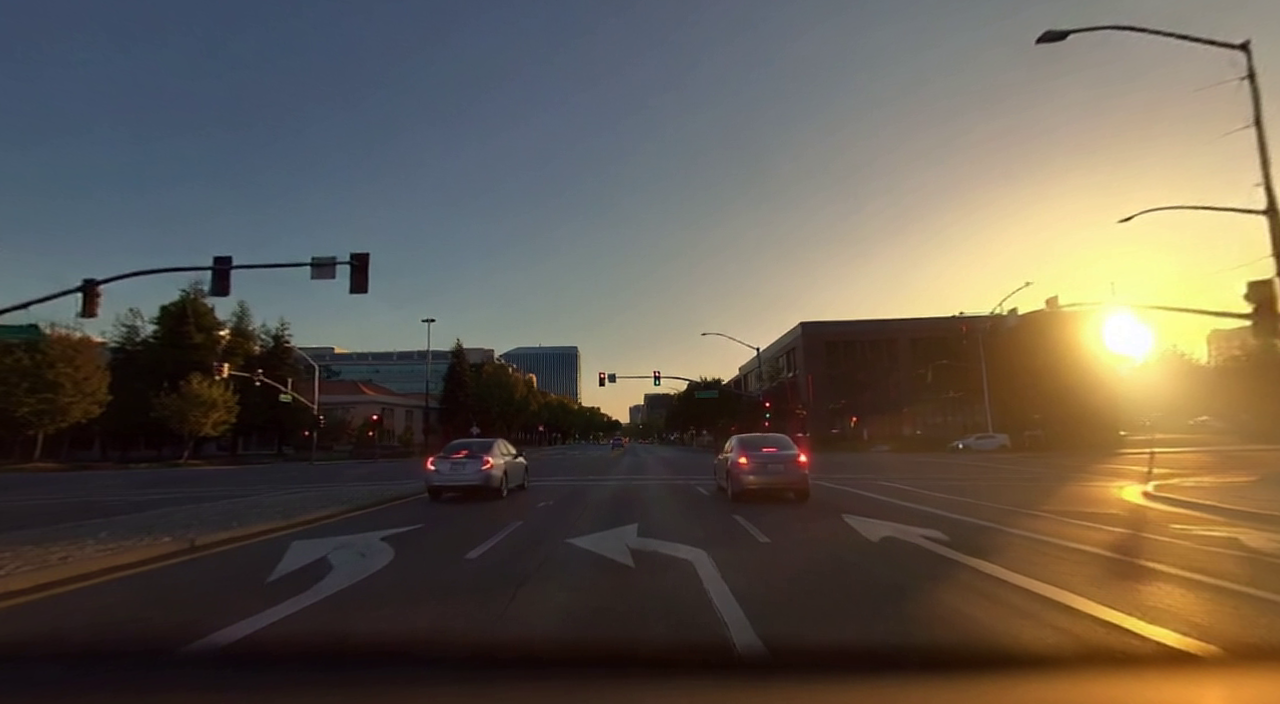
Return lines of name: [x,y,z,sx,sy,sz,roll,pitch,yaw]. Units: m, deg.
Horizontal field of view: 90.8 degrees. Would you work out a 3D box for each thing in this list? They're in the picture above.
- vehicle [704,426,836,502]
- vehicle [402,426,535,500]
vehicle: [2.878,2.629,15.225,2.130,1.524,4.722,0,-8,-1]
vehicle: [-3.990,2.680,15.625,1.973,1.526,4.533,0,-8,1]
